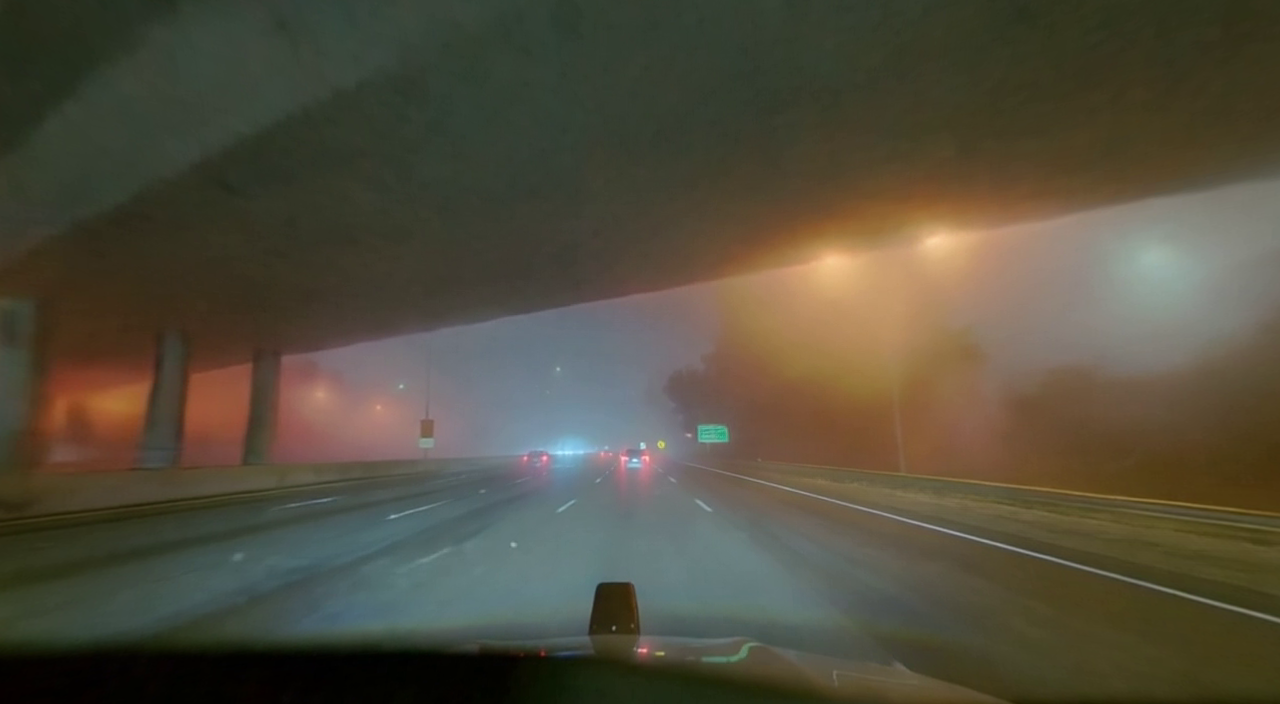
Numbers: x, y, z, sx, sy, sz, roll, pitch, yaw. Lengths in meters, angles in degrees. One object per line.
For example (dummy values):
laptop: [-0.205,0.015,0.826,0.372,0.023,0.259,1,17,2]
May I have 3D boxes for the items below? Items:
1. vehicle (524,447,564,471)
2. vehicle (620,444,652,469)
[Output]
vehicle: [-6.332,7.061,41.926,1.997,1.507,4.248,0,-9,0]
vehicle: [-0.305,7.205,43.641,2.109,1.638,3.856,0,-9,-1]
